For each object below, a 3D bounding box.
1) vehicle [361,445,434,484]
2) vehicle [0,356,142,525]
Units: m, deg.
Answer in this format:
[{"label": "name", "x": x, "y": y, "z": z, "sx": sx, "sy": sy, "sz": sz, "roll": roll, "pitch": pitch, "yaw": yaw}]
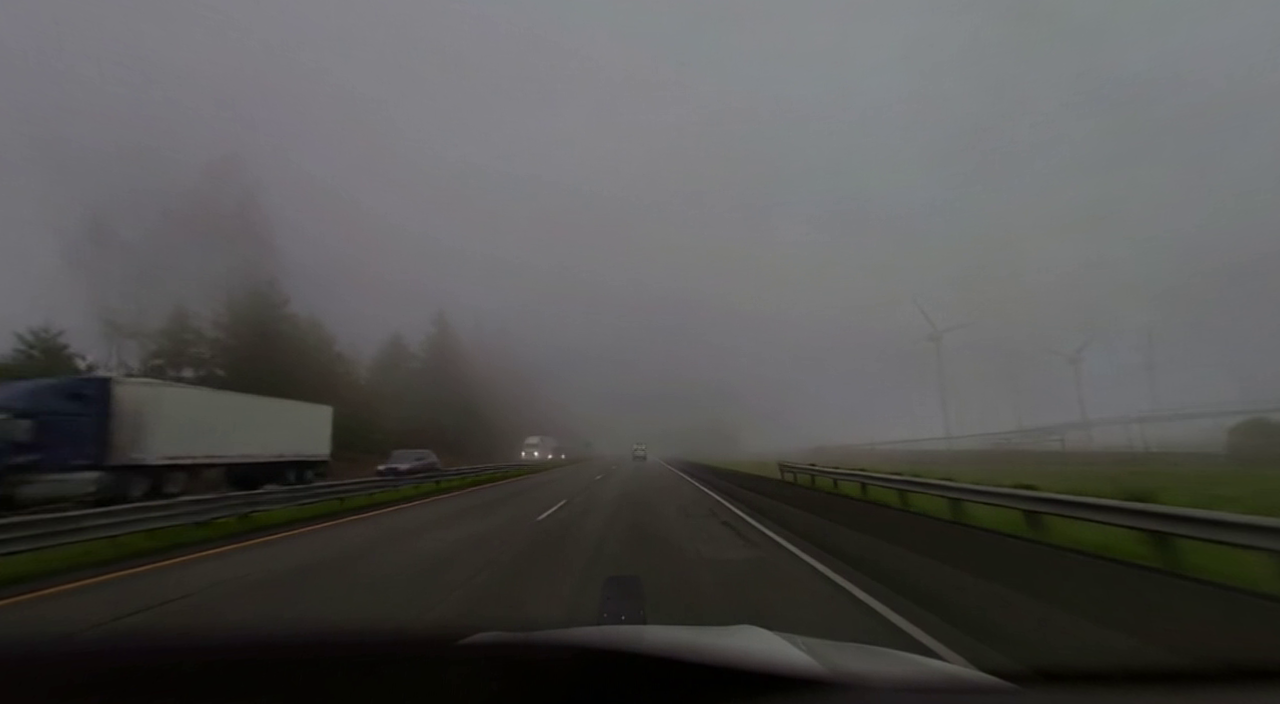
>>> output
[{"label": "vehicle", "x": -12.117, "y": 5.660, "z": 31.820, "sx": 1.925, "sy": 1.809, "sz": 4.234, "roll": 0, "pitch": -9, "yaw": 0}, {"label": "vehicle", "x": -16.524, "y": 2.234, "z": 15.720, "sx": 3.031, "sy": 3.931, "sz": 6.017, "roll": 0, "pitch": -9, "yaw": 0}]
